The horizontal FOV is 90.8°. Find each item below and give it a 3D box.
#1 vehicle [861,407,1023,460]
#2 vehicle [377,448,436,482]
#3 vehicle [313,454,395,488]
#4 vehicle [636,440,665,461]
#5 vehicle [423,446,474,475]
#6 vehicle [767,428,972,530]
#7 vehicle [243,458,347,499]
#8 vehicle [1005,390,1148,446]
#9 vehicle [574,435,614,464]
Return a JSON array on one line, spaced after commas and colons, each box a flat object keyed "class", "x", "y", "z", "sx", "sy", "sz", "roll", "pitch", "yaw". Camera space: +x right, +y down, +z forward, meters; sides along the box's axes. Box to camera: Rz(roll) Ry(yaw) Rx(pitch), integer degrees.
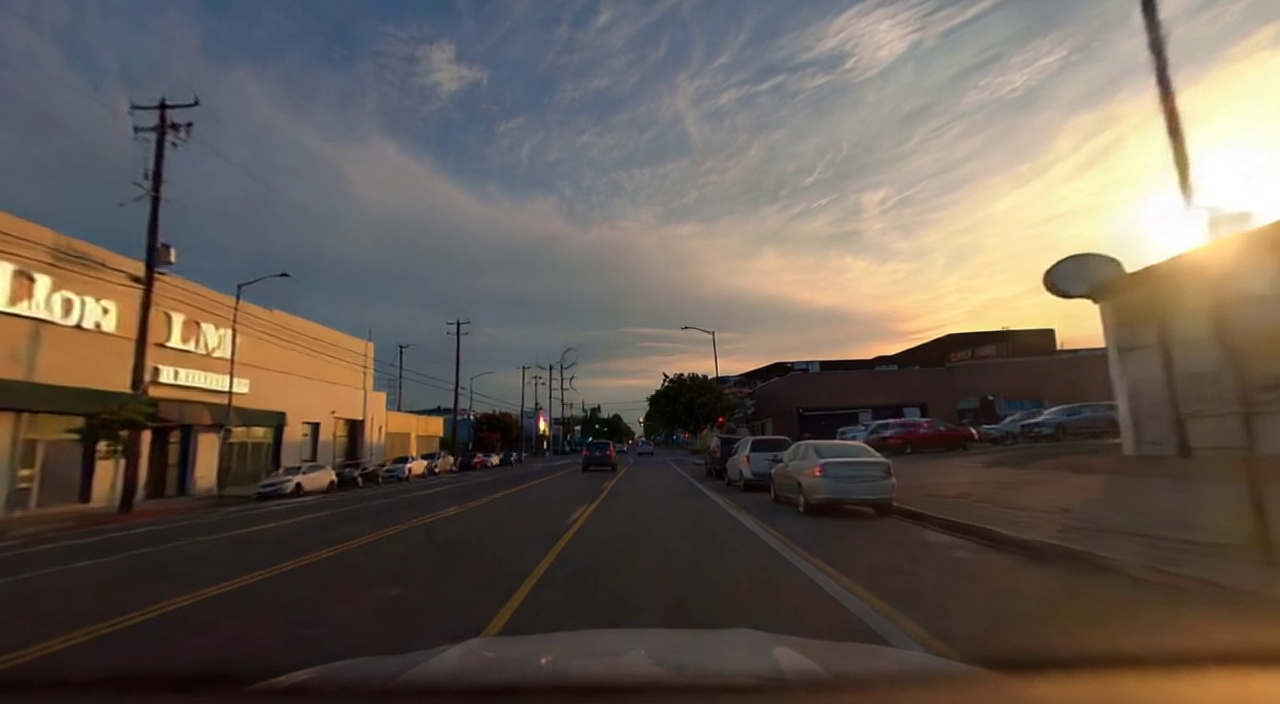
[{"class": "vehicle", "x": 12.853, "y": 3.527, "z": 27.177, "sx": 5.603, "sy": 1.659, "sz": 2.393, "roll": -5, "pitch": -9, "yaw": -3}, {"class": "vehicle", "x": -14.945, "y": 7.235, "z": 40.739, "sx": 2.020, "sy": 1.695, "sz": 4.629, "roll": -7, "pitch": -8, "yaw": -2}, {"class": "vehicle", "x": -15.113, "y": 6.302, "z": 33.742, "sx": 2.076, "sy": 1.518, "sz": 4.981, "roll": -2, "pitch": -8, "yaw": 0}, {"class": "vehicle", "x": 0.752, "y": 7.431, "z": 47.779, "sx": 2.099, "sy": 1.470, "sz": 4.270, "roll": 0, "pitch": -9, "yaw": 0}, {"class": "vehicle", "x": -14.906, "y": 8.426, "z": 49.435, "sx": 2.124, "sy": 1.835, "sz": 5.450, "roll": -7, "pitch": -8, "yaw": 0}, {"class": "vehicle", "x": 3.971, "y": 2.297, "z": 12.087, "sx": 2.042, "sy": 1.487, "sz": 5.033, "roll": 1, "pitch": -9, "yaw": 0}, {"class": "vehicle", "x": -15.090, "y": 5.507, "z": 27.988, "sx": 1.883, "sy": 1.493, "sz": 4.880, "roll": -1, "pitch": -8, "yaw": 0}, {"class": "vehicle", "x": 18.910, "y": 2.907, "z": 27.559, "sx": 4.515, "sy": 2.066, "sz": 2.070, "roll": -3, "pitch": -9, "yaw": 0}, {"class": "vehicle", "x": -3.010, "y": 6.563, "z": 42.556, "sx": 2.348, "sy": 1.831, "sz": 4.737, "roll": 0, "pitch": -9, "yaw": 0}]
